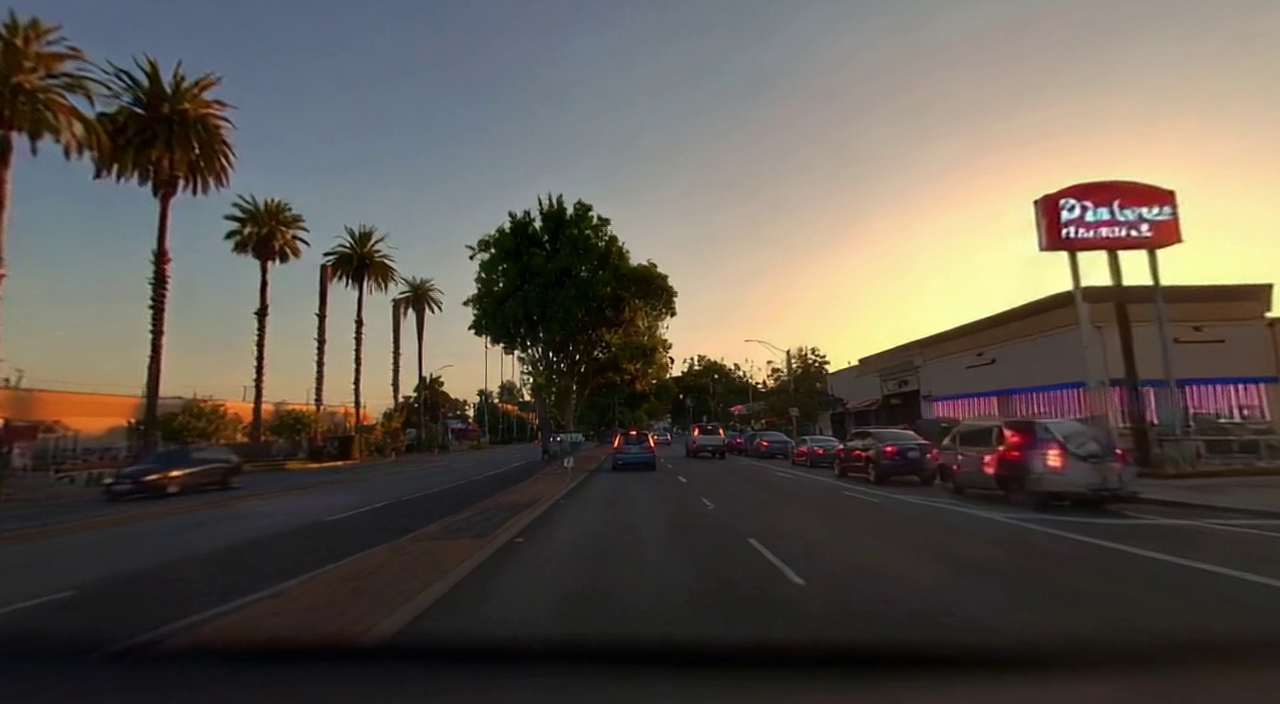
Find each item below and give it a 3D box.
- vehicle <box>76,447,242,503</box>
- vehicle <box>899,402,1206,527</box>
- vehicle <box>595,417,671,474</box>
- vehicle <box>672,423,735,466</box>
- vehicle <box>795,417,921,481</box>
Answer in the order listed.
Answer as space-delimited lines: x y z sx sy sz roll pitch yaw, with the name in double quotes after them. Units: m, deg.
-14.729 3.742 19.731 1.875 1.513 4.260 0 -8 -1 "vehicle"
6.510 1.849 10.834 2.100 1.675 4.536 0 -8 -1 "vehicle"
-0.277 3.377 22.762 2.428 1.816 4.959 0 -8 -1 "vehicle"
2.784 4.203 28.762 2.187 1.777 4.444 0 -8 -2 "vehicle"
6.417 2.946 19.305 2.001 1.692 4.800 0 -8 -2 "vehicle"
